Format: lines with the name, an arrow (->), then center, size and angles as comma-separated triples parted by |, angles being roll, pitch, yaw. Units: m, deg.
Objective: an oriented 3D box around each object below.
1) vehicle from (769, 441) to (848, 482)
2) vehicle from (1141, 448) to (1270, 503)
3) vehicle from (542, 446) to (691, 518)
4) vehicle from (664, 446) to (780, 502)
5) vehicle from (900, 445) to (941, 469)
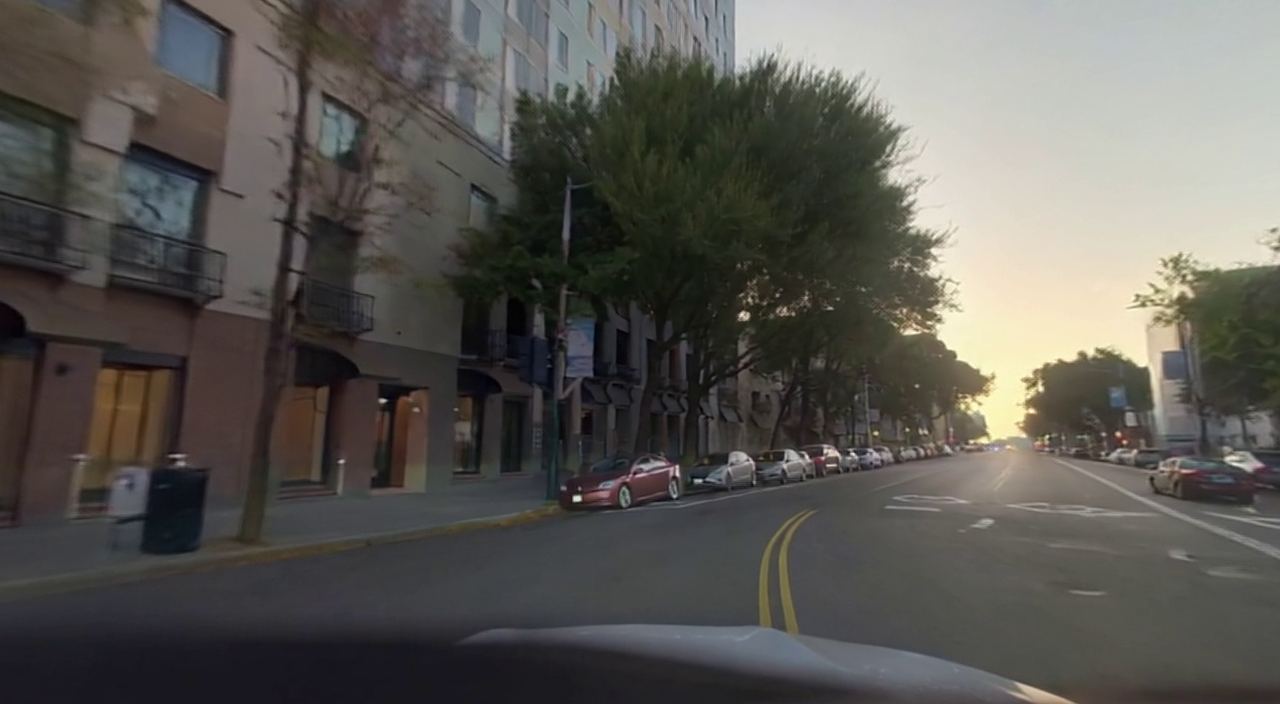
vehicle -> 8.403, 5.341, 31.077 | 2.171, 1.816, 5.274 | -6, -10, 33
vehicle -> 18.654, 4.017, 21.078 | 2.148, 1.488, 4.508 | -2, -8, 28
vehicle -> -0.458, 3.316, 16.701 | 1.922, 1.628, 4.291 | -5, -10, 30
vehicle -> 2.918, 4.052, 21.566 | 2.179, 1.658, 4.765 | -5, -10, 31
vehicle -> 18.580, 6.920, 41.649 | 1.852, 1.465, 4.092 | -5, -10, 31
